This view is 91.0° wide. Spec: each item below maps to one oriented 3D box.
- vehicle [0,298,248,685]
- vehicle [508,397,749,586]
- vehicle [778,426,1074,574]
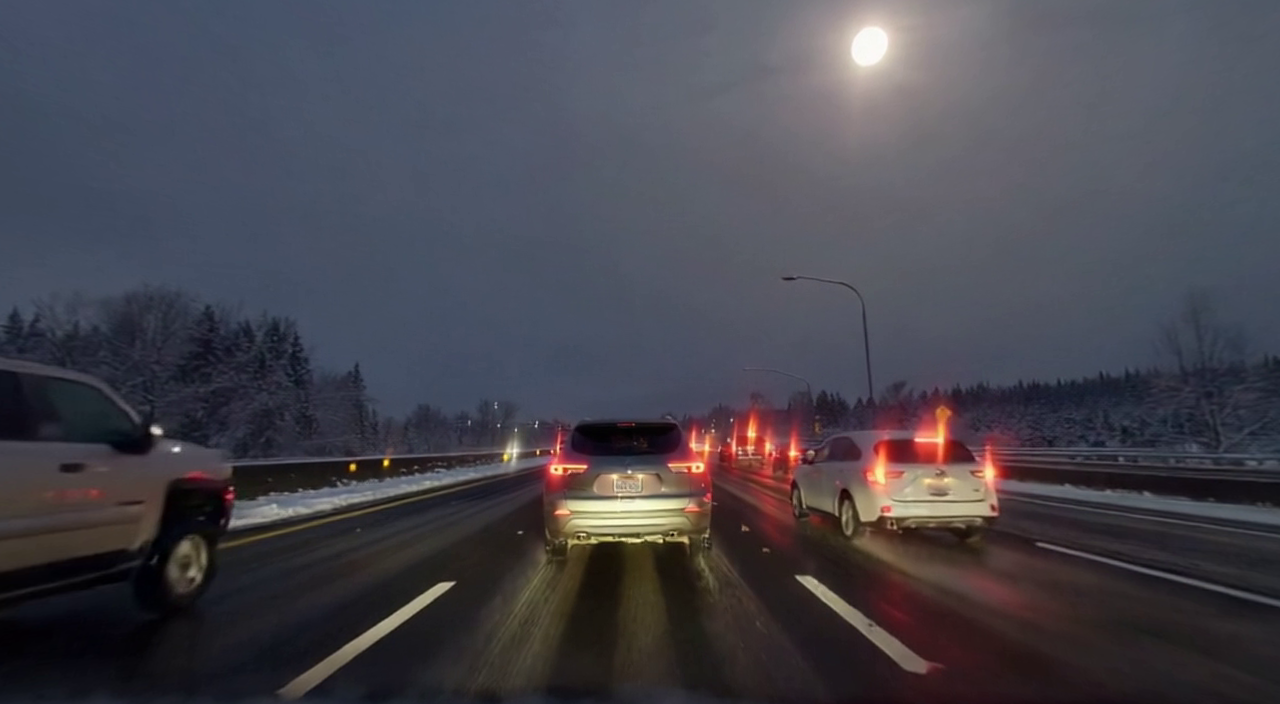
[{"bbox_3d":[-4.155,0.603,2.578,2.070,1.862,4.623,0,-9,0],"label":"vehicle"},{"bbox_3d":[-0.182,1.601,7.917,2.230,1.740,3.976,0,-9,-2],"label":"vehicle"},{"bbox_3d":[3.508,1.913,8.984,2.028,1.534,4.691,0,-9,0],"label":"vehicle"}]
